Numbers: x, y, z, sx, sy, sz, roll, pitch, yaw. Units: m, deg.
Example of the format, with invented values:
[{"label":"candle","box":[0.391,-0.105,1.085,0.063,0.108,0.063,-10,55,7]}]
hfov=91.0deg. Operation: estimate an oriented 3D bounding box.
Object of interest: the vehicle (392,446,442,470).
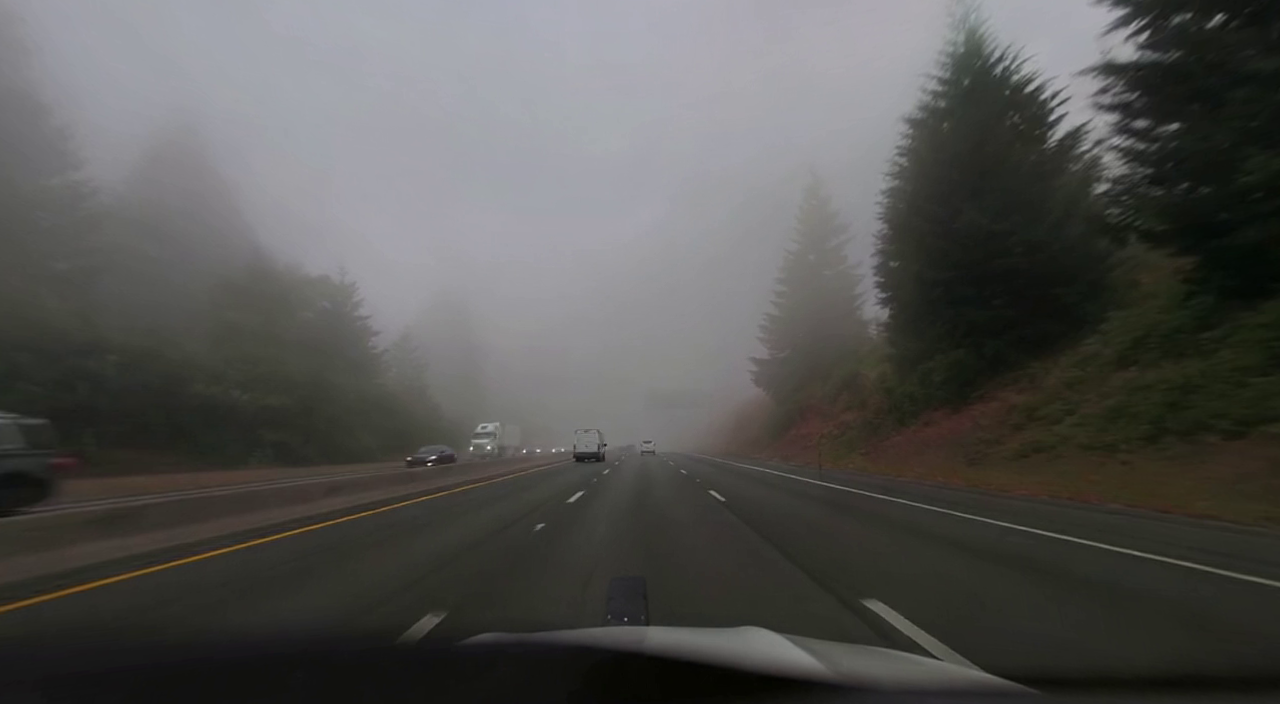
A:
[{"label":"vehicle","box":[-14.743,6.995,41.793,1.769,1.466,3.996,0,-8,2]}]

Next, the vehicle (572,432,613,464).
[{"label":"vehicle","box":[-3.107,6.403,42.105,2.286,2.011,4.452,0,-8,1]}]
